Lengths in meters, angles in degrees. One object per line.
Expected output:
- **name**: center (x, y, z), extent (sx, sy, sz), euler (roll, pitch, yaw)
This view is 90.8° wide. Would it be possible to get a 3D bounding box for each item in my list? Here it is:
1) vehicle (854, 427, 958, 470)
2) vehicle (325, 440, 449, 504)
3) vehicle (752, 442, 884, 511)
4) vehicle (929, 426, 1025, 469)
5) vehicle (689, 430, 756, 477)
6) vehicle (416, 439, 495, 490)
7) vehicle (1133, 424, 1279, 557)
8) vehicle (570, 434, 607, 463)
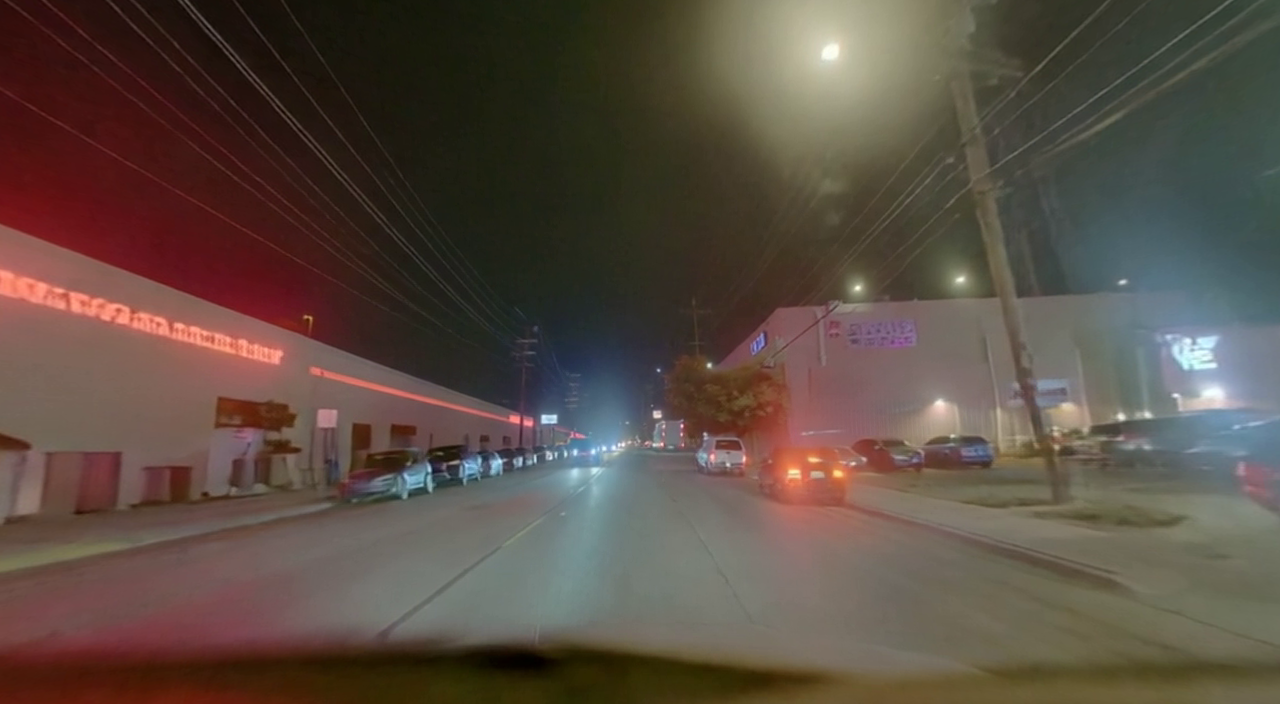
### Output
- **vehicle**: center (11.857, 4.367, 28.575), extent (1.965, 1.705, 4.677), euler (0, -8, -11)
- **vehicle**: center (-7.843, 3.732, 20.189), extent (2.194, 1.775, 4.482), euler (0, -8, -2)
- **vehicle**: center (4.231, 2.994, 15.829), extent (1.919, 1.453, 4.425), euler (0, -8, -1)
- **vehicle**: center (14.860, 4.221, 28.136), extent (1.828, 1.749, 4.000), euler (0, -8, -4)
- **vehicle**: center (3.724, 4.737, 29.877), extent (2.218, 1.956, 5.916), euler (0, -8, -1)
- **vehicle**: center (-7.571, 4.615, 26.412), extent (1.933, 1.754, 4.514), euler (-3, -7, 0)
- **vehicle**: center (8.210, 1.540, 6.993), extent (1.973, 1.485, 4.377), euler (0, -8, 0)
- **vehicle**: center (-3.808, 7.226, 47.614), extent (2.275, 1.999, 5.723), euler (0, -8, 1)
